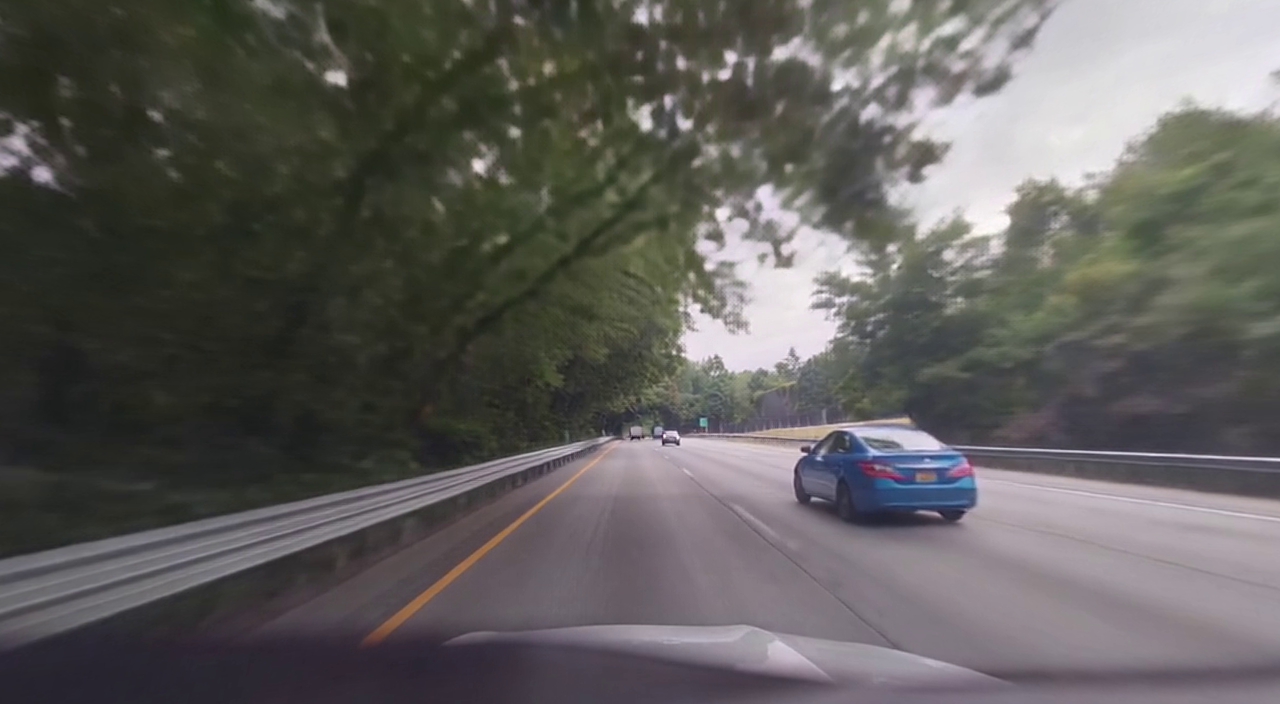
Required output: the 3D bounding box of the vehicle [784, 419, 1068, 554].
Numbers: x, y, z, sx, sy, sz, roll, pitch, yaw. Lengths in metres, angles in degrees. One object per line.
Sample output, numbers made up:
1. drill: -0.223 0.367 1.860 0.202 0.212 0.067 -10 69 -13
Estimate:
1. vehicle: 3.747 1.802 9.352 2.017 1.502 4.369 0 -8 -2
